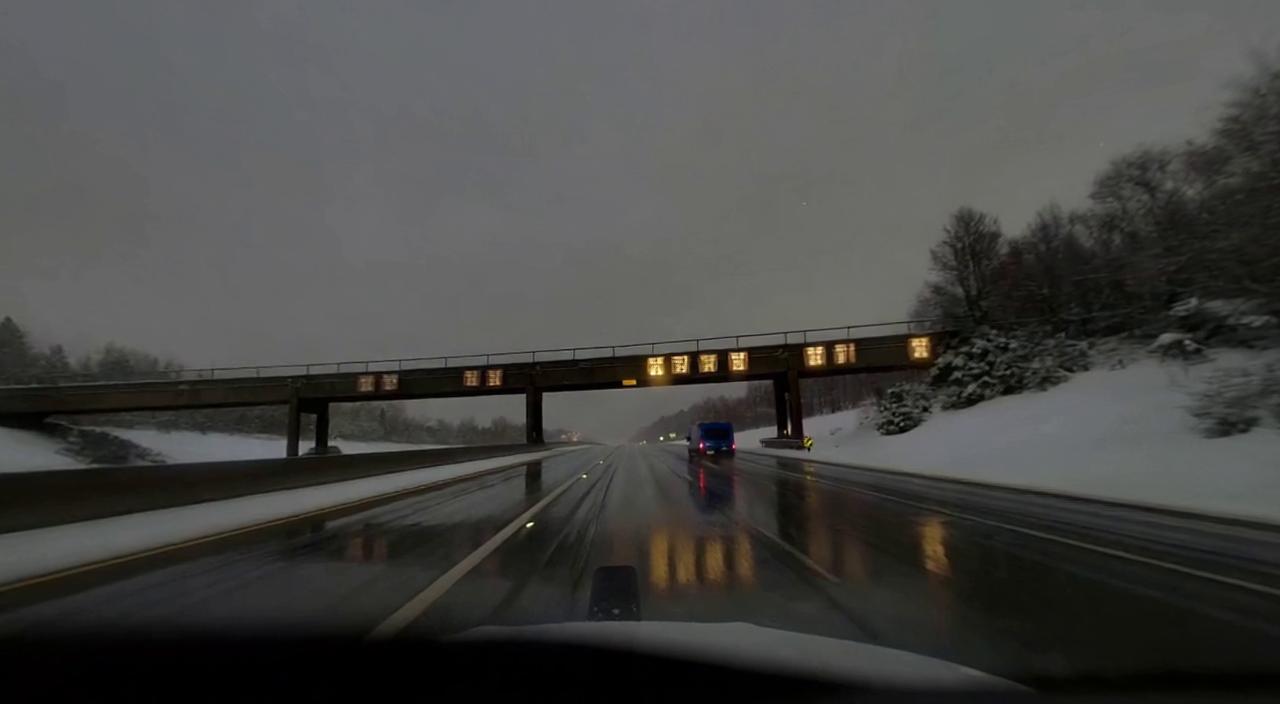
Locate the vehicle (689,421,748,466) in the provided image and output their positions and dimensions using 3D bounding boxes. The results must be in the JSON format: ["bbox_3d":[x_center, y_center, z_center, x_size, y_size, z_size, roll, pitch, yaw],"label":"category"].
[{"bbox_3d":[3.740,4.487,30.845,2.161,2.002,4.631,0,-8,-2],"label":"vehicle"}]
